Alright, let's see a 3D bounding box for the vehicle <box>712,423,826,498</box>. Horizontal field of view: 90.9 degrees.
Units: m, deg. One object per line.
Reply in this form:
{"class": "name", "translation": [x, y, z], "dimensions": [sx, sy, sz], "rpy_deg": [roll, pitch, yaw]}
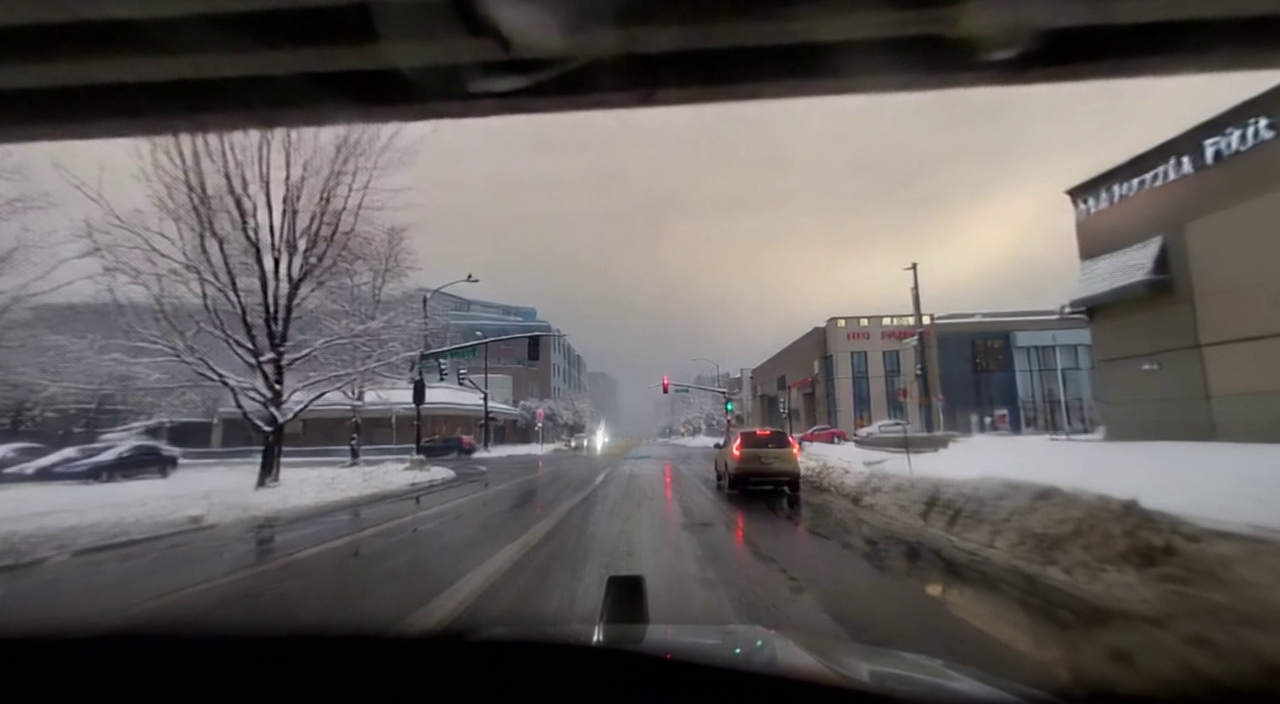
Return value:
{"class": "vehicle", "translation": [2.956, 2.569, 15.360], "dimensions": [1.947, 1.576, 3.825], "rpy_deg": [0, -8, 0]}

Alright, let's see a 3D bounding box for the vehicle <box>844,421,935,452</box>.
{"class": "vehicle", "translation": [14.912, 5.094, 37.852], "dimensions": [4.611, 1.778, 1.939], "rpy_deg": [0, -8, 0]}

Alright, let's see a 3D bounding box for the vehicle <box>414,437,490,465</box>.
{"class": "vehicle", "translation": [-11.403, 5.986, 38.293], "dimensions": [4.037, 1.562, 2.099], "rpy_deg": [-4, -9, 26]}

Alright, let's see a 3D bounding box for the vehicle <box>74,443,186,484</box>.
{"class": "vehicle", "translation": [-23.039, 4.998, 28.705], "dimensions": [1.757, 1.699, 3.854], "rpy_deg": [0, -8, 1]}

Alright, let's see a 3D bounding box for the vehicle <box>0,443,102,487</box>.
{"class": "vehicle", "translation": [-27.443, 5.083, 28.755], "dimensions": [1.807, 1.795, 4.566], "rpy_deg": [0, -8, 0]}
